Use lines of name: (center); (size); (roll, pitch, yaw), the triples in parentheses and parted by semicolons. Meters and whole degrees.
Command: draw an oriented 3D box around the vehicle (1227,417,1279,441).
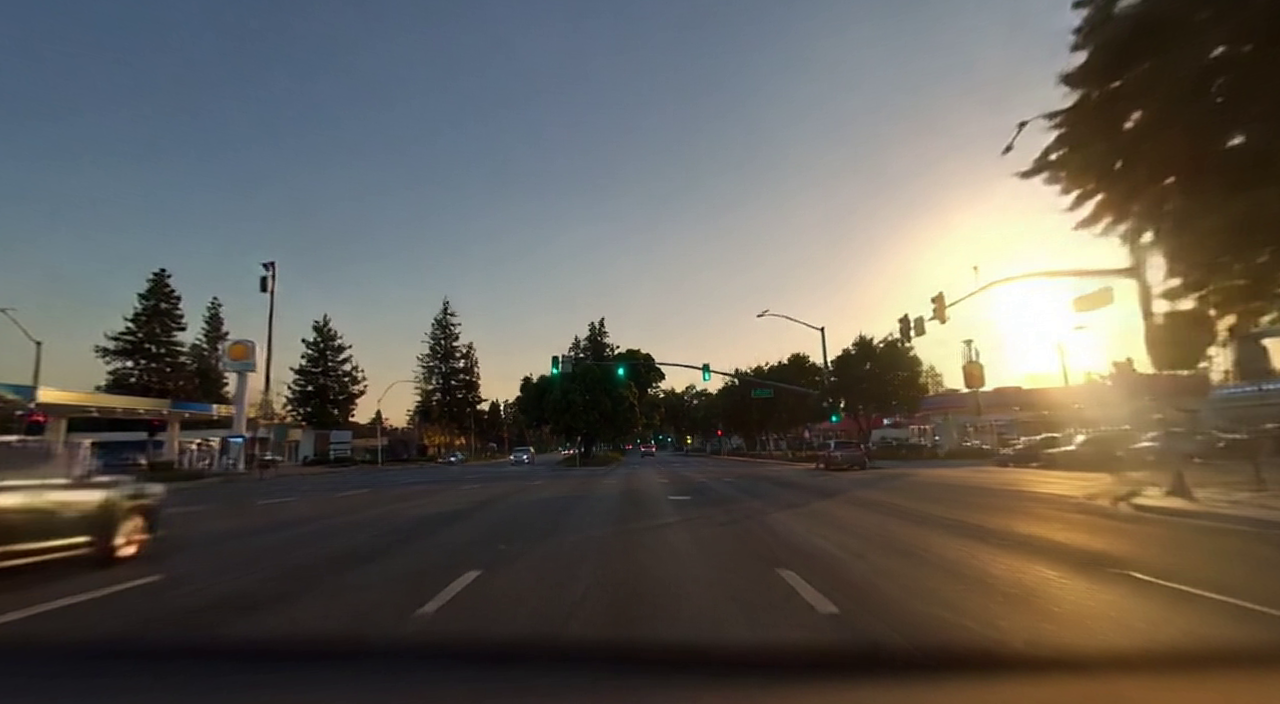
vehicle: (47.720, 5.904, 48.018); (1.924, 1.682, 4.388); (1, -9, 0)

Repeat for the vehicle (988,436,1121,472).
vehicle: (18.300, 4.523, 28.153); (4.533, 1.485, 1.916); (-3, -9, 19)

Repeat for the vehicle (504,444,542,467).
vehicle: (-8.630, 7.713, 46.820); (1.913, 1.478, 4.312); (-4, -10, 0)

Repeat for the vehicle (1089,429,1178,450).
vehicle: (34.257, 6.094, 43.954); (4.416, 1.458, 1.907); (-1, -9, 7)

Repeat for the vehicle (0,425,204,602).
vehicle: (-6.584, 1.483, 5.960); (1.898, 1.539, 4.314); (0, -9, -1)
